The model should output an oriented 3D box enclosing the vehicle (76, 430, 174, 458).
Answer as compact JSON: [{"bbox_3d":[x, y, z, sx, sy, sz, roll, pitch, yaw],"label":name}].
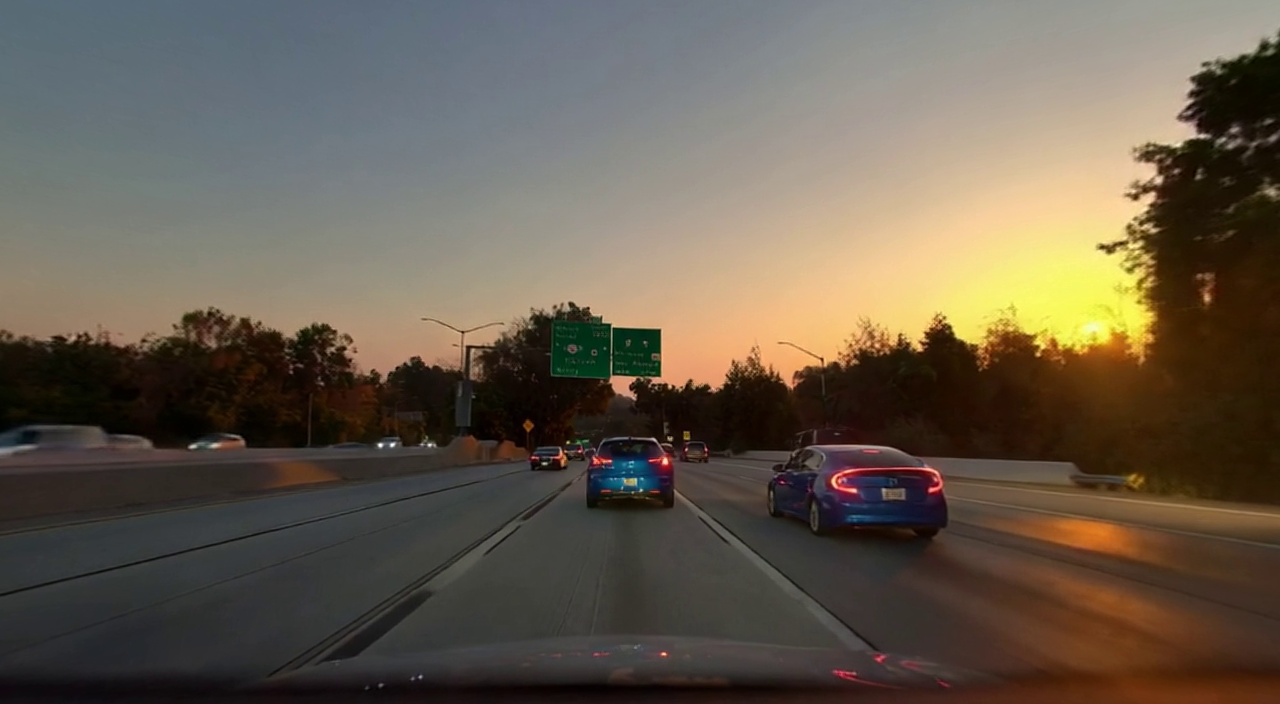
[{"bbox_3d":[-30.497,5.493,37.520,1.862,1.506,4.793,1,-9,-2],"label":"vehicle"}]

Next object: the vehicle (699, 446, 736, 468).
[{"bbox_3d":[5.822,7.948,47.763,1.972,1.521,4.498,1,-9,-3],"label":"vehicle"}]

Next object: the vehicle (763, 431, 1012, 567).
[{"bbox_3d":[3.280,2.024,9.445,1.975,1.532,4.227,1,-9,-1],"label":"vehicle"}]

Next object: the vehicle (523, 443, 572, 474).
[{"bbox_3d":[-4.797,5.589,33.185,2.023,1.497,4.526,1,-9,-1],"label":"vehicle"}]

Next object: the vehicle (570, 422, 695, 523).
[{"bbox_3d":[-0.155,2.414,13.073,2.181,1.728,3.970,1,-9,-1],"label":"vehicle"}]
